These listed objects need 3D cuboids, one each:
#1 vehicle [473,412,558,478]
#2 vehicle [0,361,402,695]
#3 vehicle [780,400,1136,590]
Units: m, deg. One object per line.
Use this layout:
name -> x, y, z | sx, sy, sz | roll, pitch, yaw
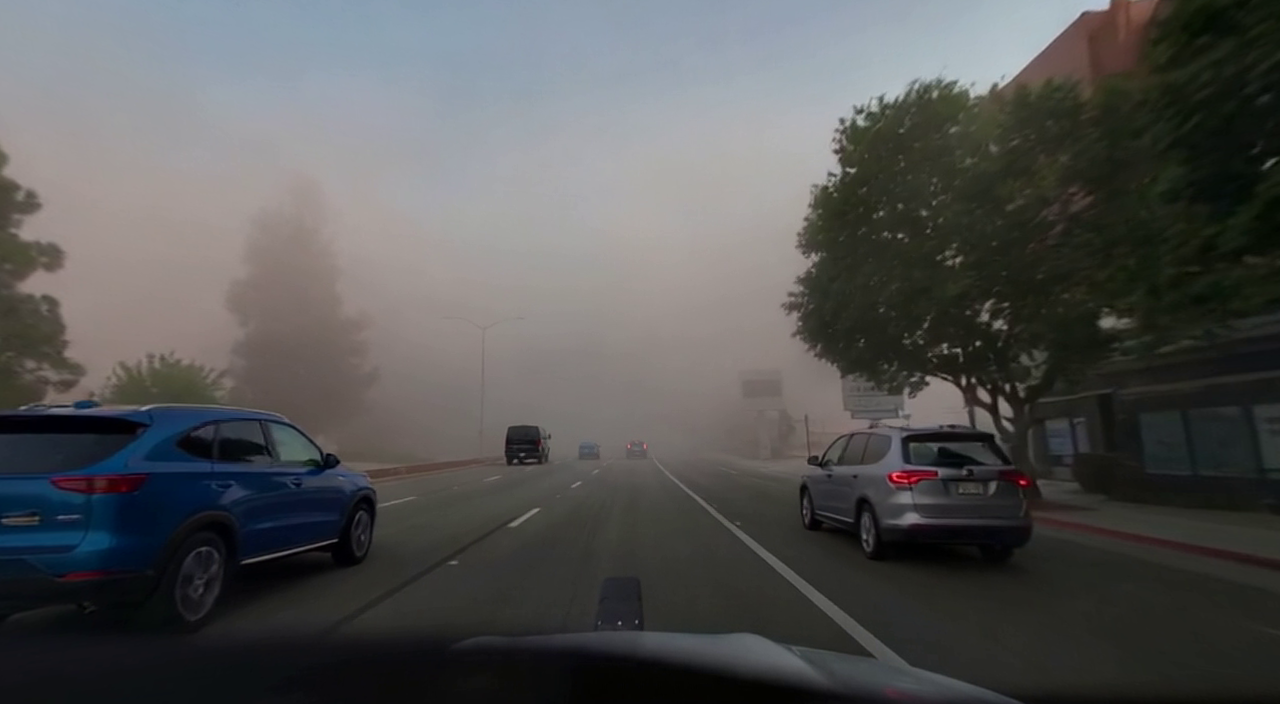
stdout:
vehicle -> -5.382, 4.201, 28.360 | 2.863, 2.592, 6.410 | 1, -9, -3
vehicle -> -3.968, 1.234, 5.528 | 2.038, 1.748, 4.303 | 0, -9, 0
vehicle -> 3.581, 1.723, 8.481 | 2.167, 1.792, 4.835 | 0, -9, -1
